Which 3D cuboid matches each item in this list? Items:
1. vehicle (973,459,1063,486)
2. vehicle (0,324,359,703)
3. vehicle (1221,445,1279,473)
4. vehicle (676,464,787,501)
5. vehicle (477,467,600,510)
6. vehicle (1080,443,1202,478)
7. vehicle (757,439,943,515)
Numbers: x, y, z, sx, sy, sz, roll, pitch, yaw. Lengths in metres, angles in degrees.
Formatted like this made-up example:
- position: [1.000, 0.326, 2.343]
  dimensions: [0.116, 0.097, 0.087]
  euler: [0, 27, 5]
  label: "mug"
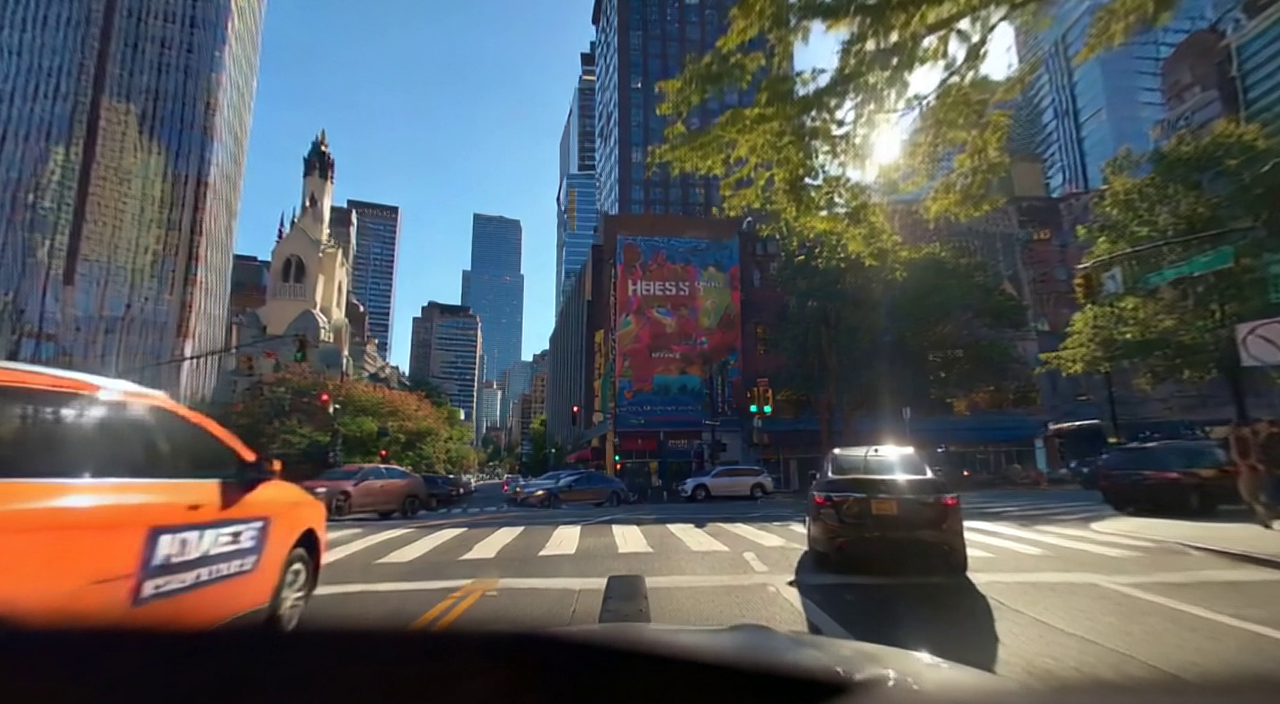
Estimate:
- position: [23.639, 7.556, 39.512]
  dimensions: [4.418, 1.556, 1.814]
  euler: [0, -9, 0]
  label: "vehicle"
- position: [-3.526, 0.877, 2.839]
  dimensions: [2.316, 1.769, 4.871]
  euler: [0, -9, -1]
  label: "vehicle"
- position: [39.742, 6.687, 39.582]
  dimensions: [4.502, 1.696, 1.884]
  euler: [0, -9, 1]
  label: "vehicle"
- position: [3.931, 5.647, 27.476]
  dimensions: [4.371, 1.439, 1.818]
  euler: [1, -9, -11]
  label: "vehicle"
- position: [-4.171, 5.636, 26.380]
  dimensions: [4.766, 1.502, 1.891]
  euler: [6, -11, -37]
  label: "vehicle"
- position: [24.527, 5.297, 30.984]
  dimensions: [4.291, 1.606, 1.859]
  euler: [0, -9, 0]
  label: "vehicle"
- position: [5.811, 3.275, 17.197]
  dimensions: [5.072, 1.746, 2.328]
  euler: [6, -11, -38]
  label: "vehicle"
